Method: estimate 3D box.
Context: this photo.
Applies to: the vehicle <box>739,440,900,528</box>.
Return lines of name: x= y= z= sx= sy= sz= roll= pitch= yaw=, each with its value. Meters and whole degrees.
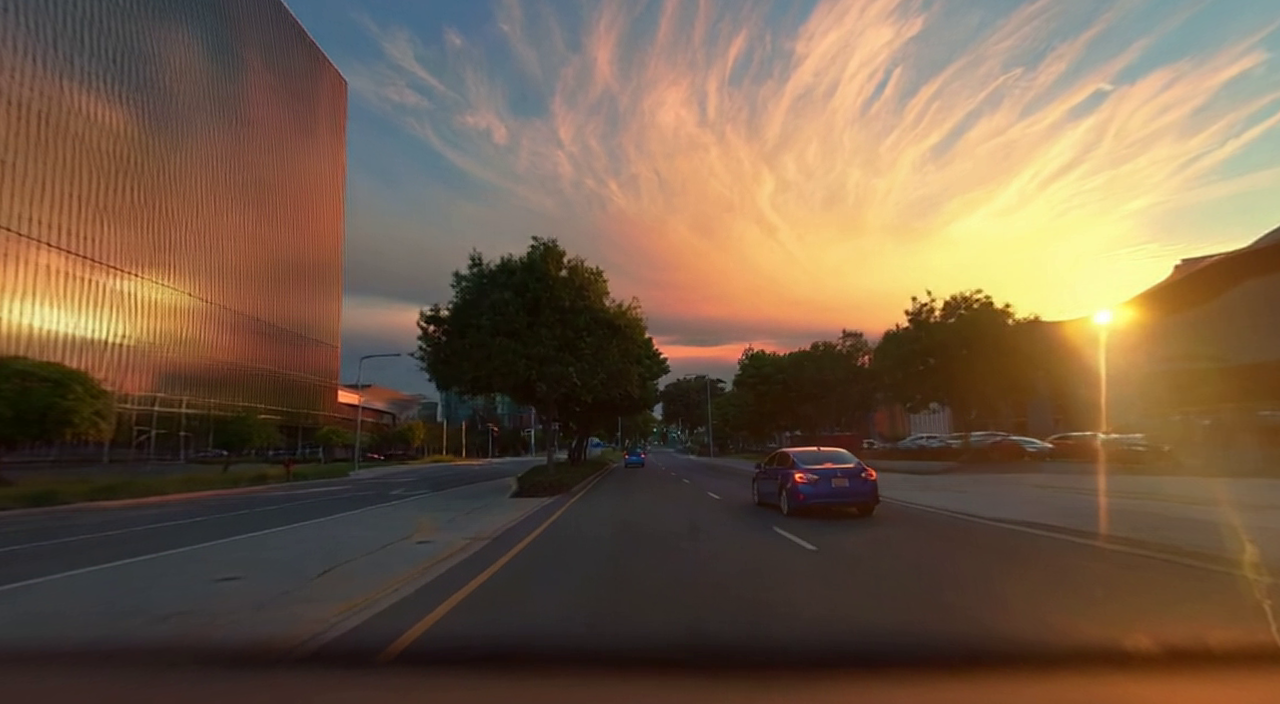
vehicle: x=3.440 y=2.605 z=13.010 sx=1.993 sy=1.501 sz=4.127 roll=0 pitch=-9 yaw=-2

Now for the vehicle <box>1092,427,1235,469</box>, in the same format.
vehicle: x=20.640 y=3.780 z=24.940 sx=3.996 sy=1.481 sz=1.853 roll=-1 pitch=-8 yaw=-1
